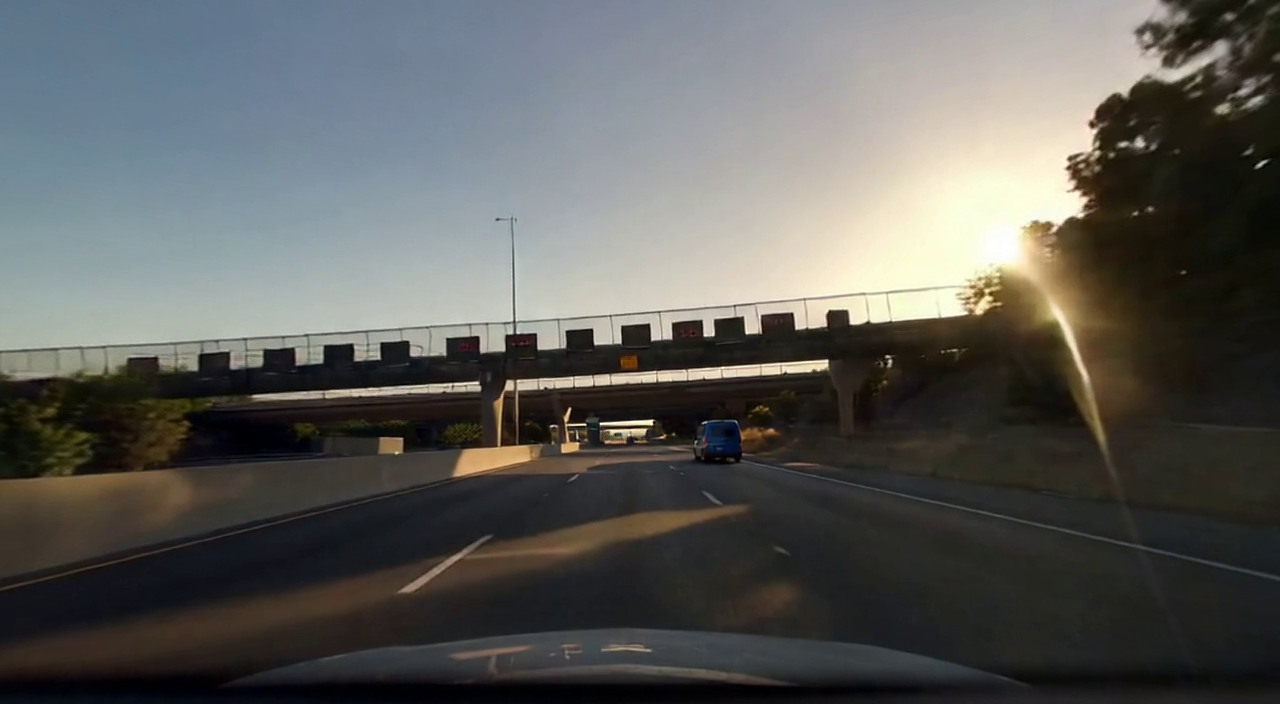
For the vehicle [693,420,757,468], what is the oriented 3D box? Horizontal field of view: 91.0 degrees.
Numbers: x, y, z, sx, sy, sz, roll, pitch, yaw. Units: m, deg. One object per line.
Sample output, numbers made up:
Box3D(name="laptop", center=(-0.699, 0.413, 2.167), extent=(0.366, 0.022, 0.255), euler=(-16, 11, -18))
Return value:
Box3D(name="vehicle", center=(3.792, 4.226, 29.026), extent=(2.161, 2.002, 4.631), euler=(0, -8, -2))
